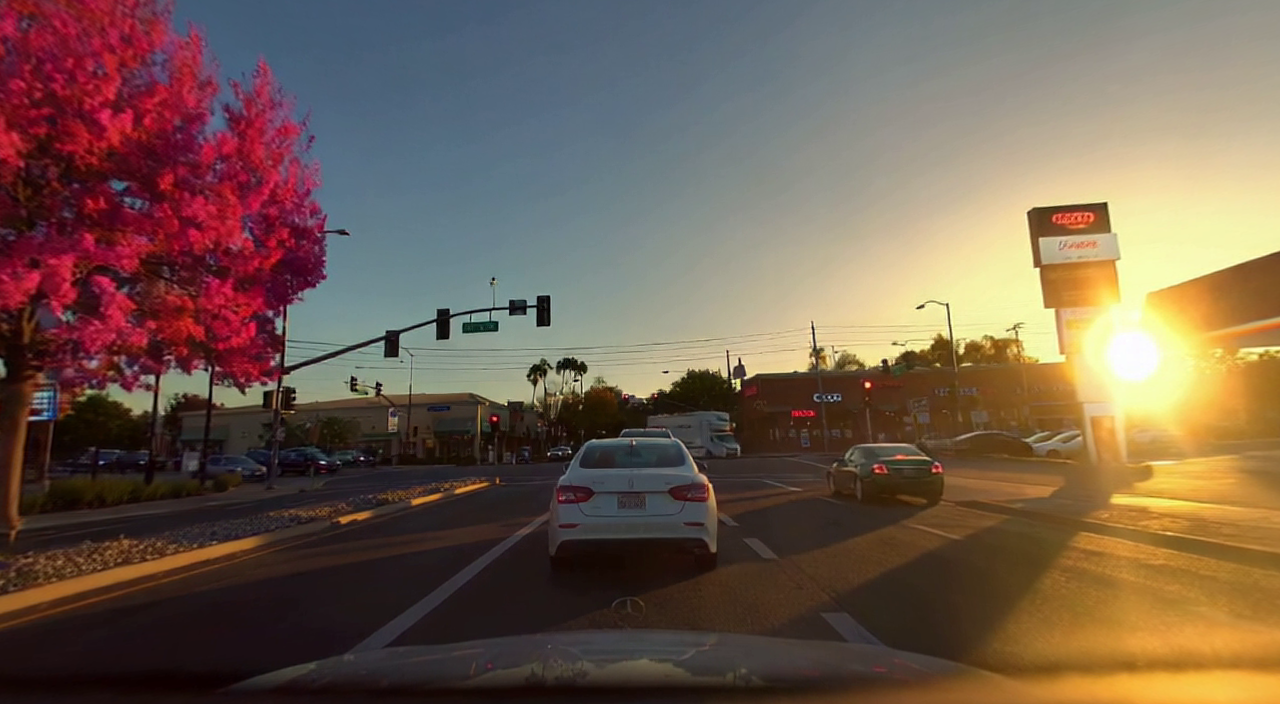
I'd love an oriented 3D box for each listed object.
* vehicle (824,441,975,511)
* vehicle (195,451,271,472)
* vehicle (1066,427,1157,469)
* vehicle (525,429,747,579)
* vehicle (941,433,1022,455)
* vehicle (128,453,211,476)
[{"bbox_3d":[6.334,3.039,16.041,1.942,1.511,4.390,0,-8,0],"label":"vehicle"},{"bbox_3d":[-30.144,8.123,46.755,4.466,1.438,1.837,-1,-8,5],"label":"vehicle"},{"bbox_3d":[18.547,3.738,24.707,4.300,1.495,2.053,8,-12,-44],"label":"vehicle"},{"bbox_3d":[-0.063,1.822,8.399,2.213,1.482,4.057,0,-8,-1],"label":"vehicle"},{"bbox_3d":[23.712,6.409,43.891,4.458,1.510,1.947,-1,-8,9],"label":"vehicle"},{"bbox_3d":[-32.935,7.856,44.149,4.609,1.465,1.944,-2,-8,10],"label":"vehicle"}]
